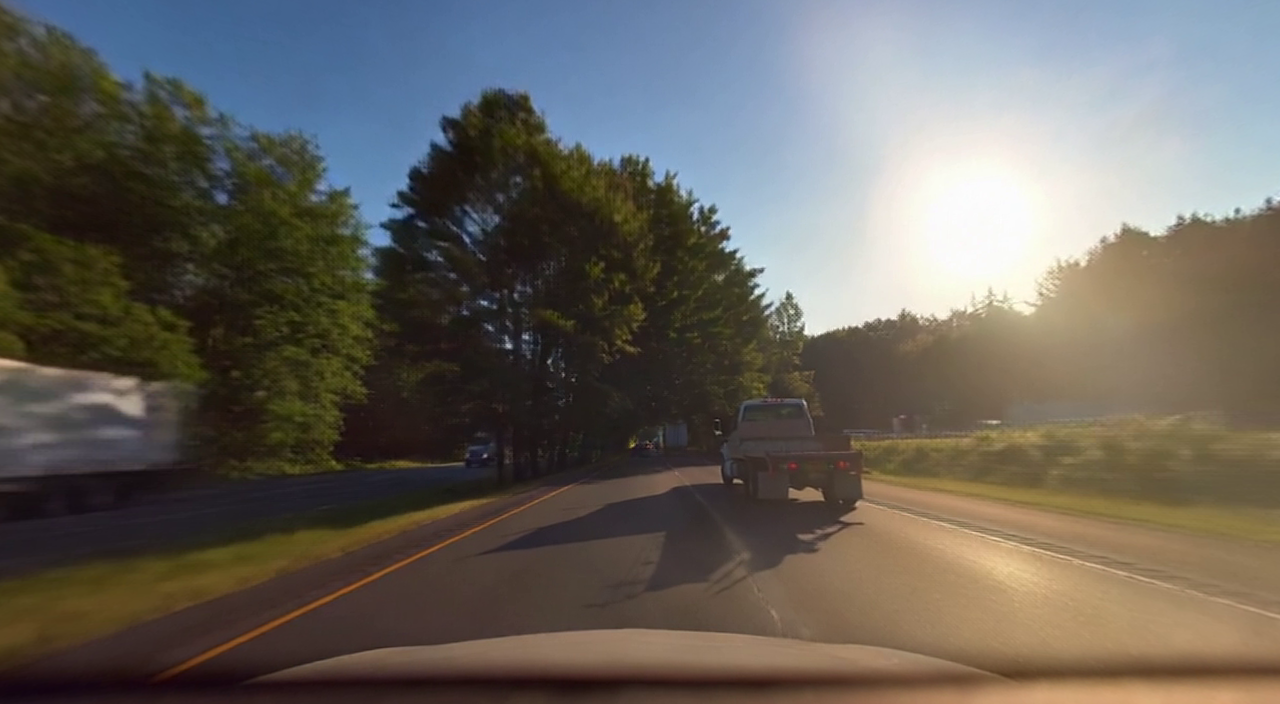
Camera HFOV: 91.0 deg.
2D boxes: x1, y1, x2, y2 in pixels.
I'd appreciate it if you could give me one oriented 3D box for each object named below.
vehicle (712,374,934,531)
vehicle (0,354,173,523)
[{"bbox_3d":[3.214,2.016,13.042,2.677,2.439,6.402,0,-8,0],"label":"vehicle"},{"bbox_3d":[-16.877,1.869,13.727,2.848,4.037,13.496,0,-8,1],"label":"vehicle"}]
